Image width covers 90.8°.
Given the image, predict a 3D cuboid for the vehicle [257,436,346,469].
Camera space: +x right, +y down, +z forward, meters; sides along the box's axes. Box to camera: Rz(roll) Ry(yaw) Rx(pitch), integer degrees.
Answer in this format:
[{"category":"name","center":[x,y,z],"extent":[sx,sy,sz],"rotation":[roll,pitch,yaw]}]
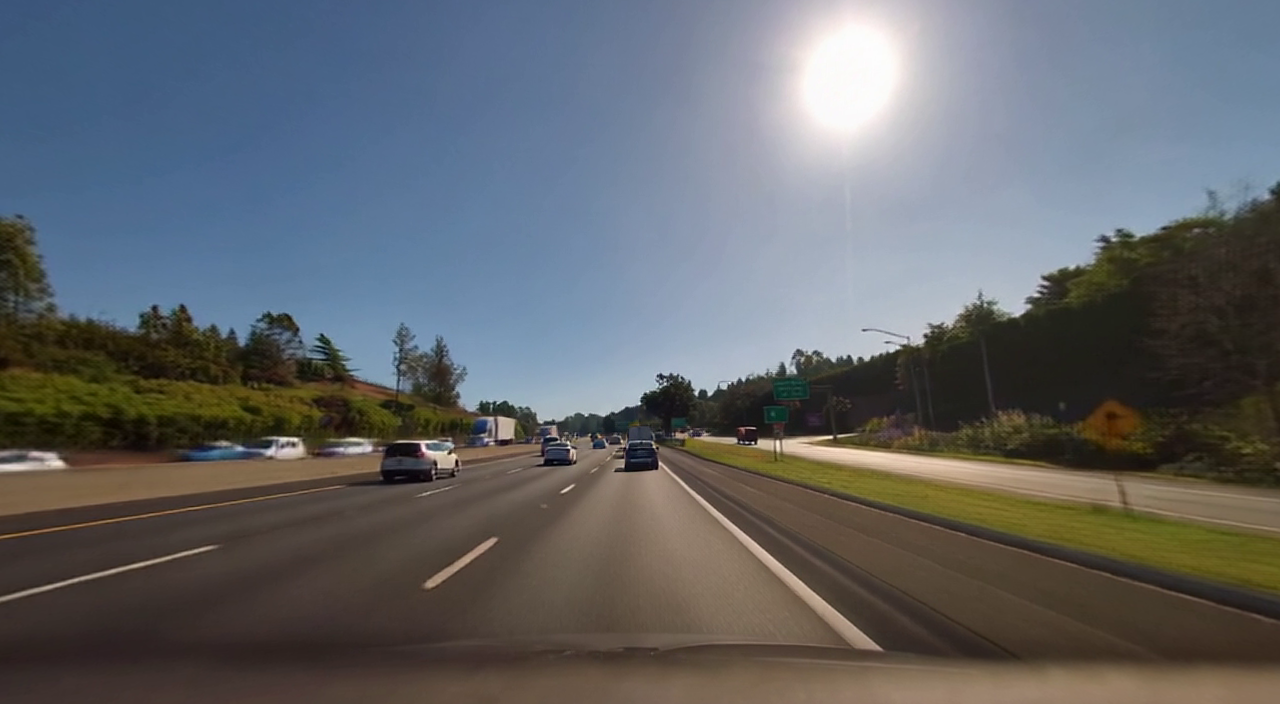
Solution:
[{"category":"vehicle","center":[-17.325,5.178,32.664],"extent":[2.019,1.594,4.622],"rotation":[0,-8,1]}]

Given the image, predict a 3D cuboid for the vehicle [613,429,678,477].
[{"category":"vehicle","center":[0.185,4.005,25.244],"extent":[2.378,1.750,4.355],"rotation":[0,-8,-1]}]

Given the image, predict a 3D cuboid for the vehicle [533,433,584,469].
[{"category":"vehicle","center":[-4.168,5.146,33.044],"extent":[2.044,1.717,4.421],"rotation":[0,-8,0]}]

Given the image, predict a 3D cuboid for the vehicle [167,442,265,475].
[{"category":"vehicle","center":[-21.720,5.461,32.637],"extent":[1.958,1.592,4.509],"rotation":[0,-8,-1]}]

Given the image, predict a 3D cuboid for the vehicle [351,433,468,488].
[{"category":"vehicle","center":[-7.589,3.620,21.397],"extent":[2.195,1.652,4.733],"rotation":[0,-8,0]}]
